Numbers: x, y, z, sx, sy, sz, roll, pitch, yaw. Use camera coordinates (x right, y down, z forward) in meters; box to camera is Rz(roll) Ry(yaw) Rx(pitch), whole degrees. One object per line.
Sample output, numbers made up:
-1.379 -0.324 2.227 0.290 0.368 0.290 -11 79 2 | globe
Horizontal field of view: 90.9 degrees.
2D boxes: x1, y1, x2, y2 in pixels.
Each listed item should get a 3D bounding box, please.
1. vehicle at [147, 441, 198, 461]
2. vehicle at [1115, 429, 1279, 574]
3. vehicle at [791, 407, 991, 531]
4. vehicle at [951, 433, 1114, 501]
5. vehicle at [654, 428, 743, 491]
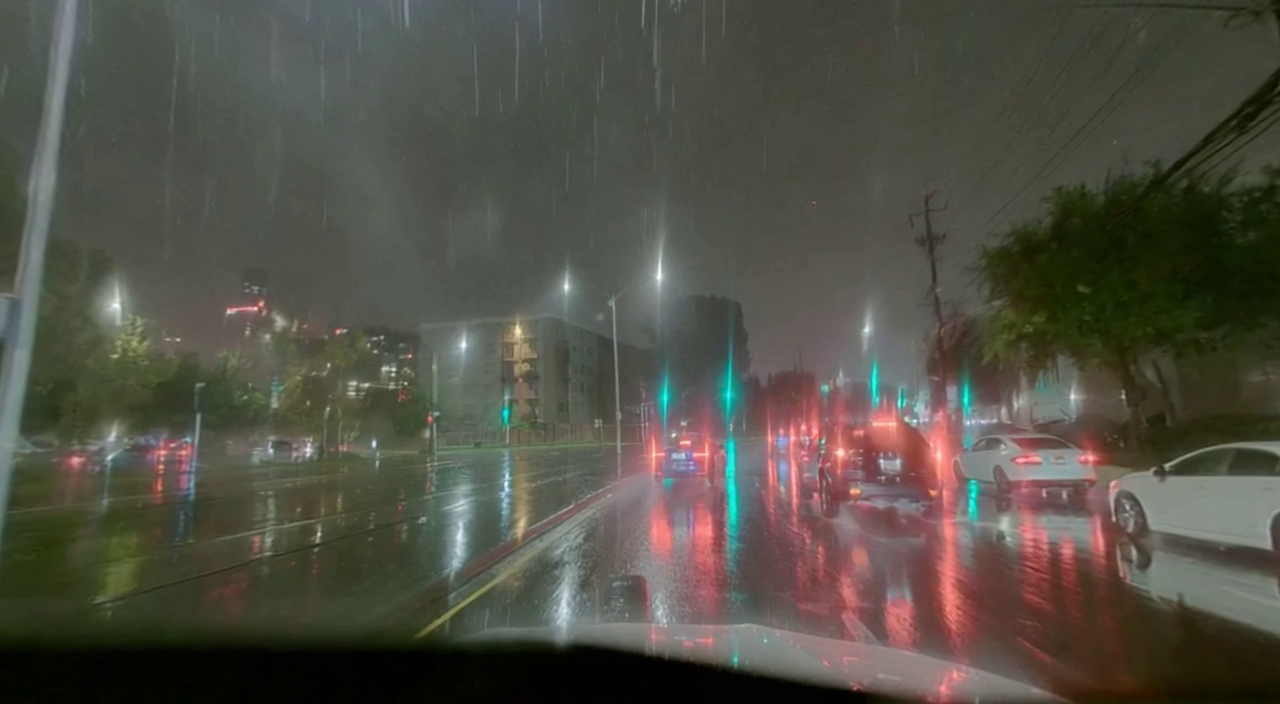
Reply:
-36.865 7.770 49.620 4.848 1.498 2.009 -7 -11 39 | vehicle
7.521 1.553 6.555 1.866 1.471 4.478 0 -8 4 | vehicle
4.293 2.085 11.815 2.119 1.810 4.848 -1 -8 5 | vehicle
9.742 2.863 16.137 1.882 1.463 4.543 -1 -9 10 | vehicle
1.765 2.961 17.680 2.168 1.527 4.174 -1 -8 9 | vehicle
